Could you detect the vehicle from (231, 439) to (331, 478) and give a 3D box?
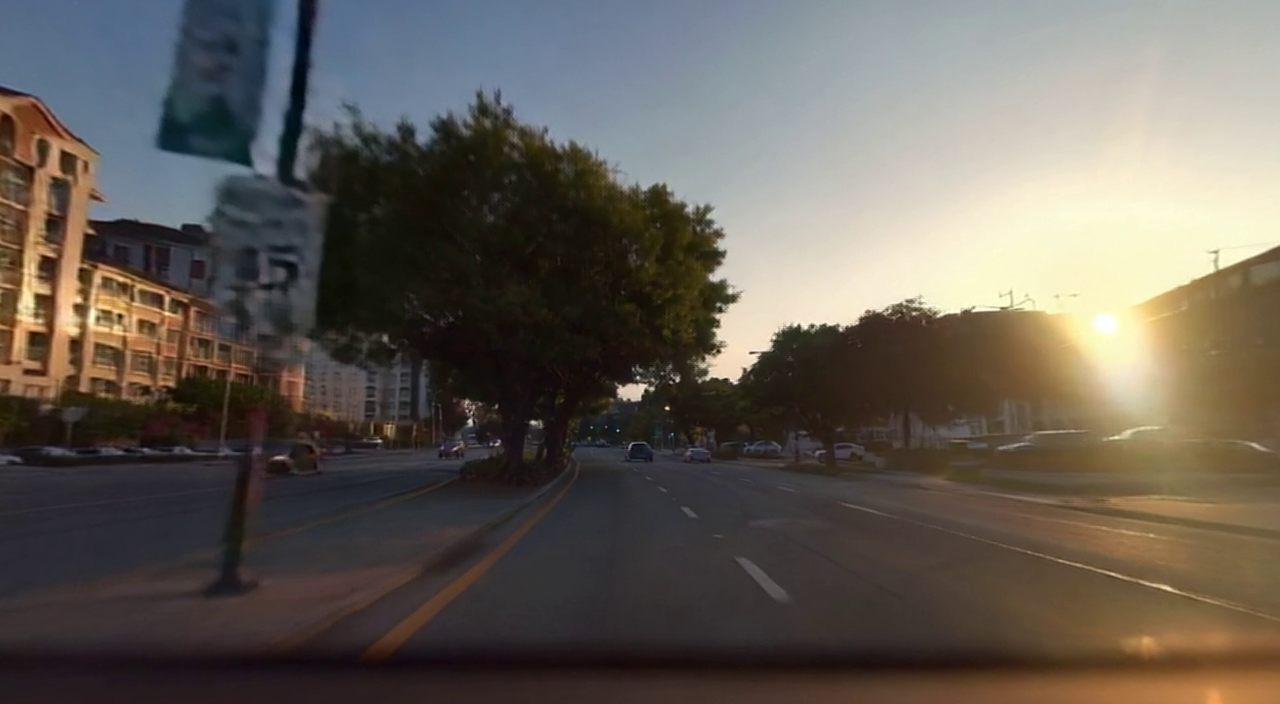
[{"bbox_3d":[-14.875,4.408,26.471,1.915,1.483,4.210,0,-9,-4],"label":"vehicle"}]

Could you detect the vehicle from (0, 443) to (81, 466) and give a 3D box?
[{"bbox_3d":[-41.380,7.051,43.631,1.772,1.448,4.585,1,-9,-8],"label":"vehicle"}]

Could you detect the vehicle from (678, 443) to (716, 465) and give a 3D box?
[{"bbox_3d":[4.052,7.346,45.666,1.932,1.439,4.159,1,-9,-7],"label":"vehicle"}]

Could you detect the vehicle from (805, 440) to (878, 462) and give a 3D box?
[{"bbox_3d":[14.781,7.283,46.481,4.648,1.510,1.891,1,-9,-6],"label":"vehicle"}]

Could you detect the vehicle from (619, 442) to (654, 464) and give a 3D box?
[{"bbox_3d":[-0.337,7.435,46.606,2.020,1.479,4.650,1,-9,-7],"label":"vehicle"}]
